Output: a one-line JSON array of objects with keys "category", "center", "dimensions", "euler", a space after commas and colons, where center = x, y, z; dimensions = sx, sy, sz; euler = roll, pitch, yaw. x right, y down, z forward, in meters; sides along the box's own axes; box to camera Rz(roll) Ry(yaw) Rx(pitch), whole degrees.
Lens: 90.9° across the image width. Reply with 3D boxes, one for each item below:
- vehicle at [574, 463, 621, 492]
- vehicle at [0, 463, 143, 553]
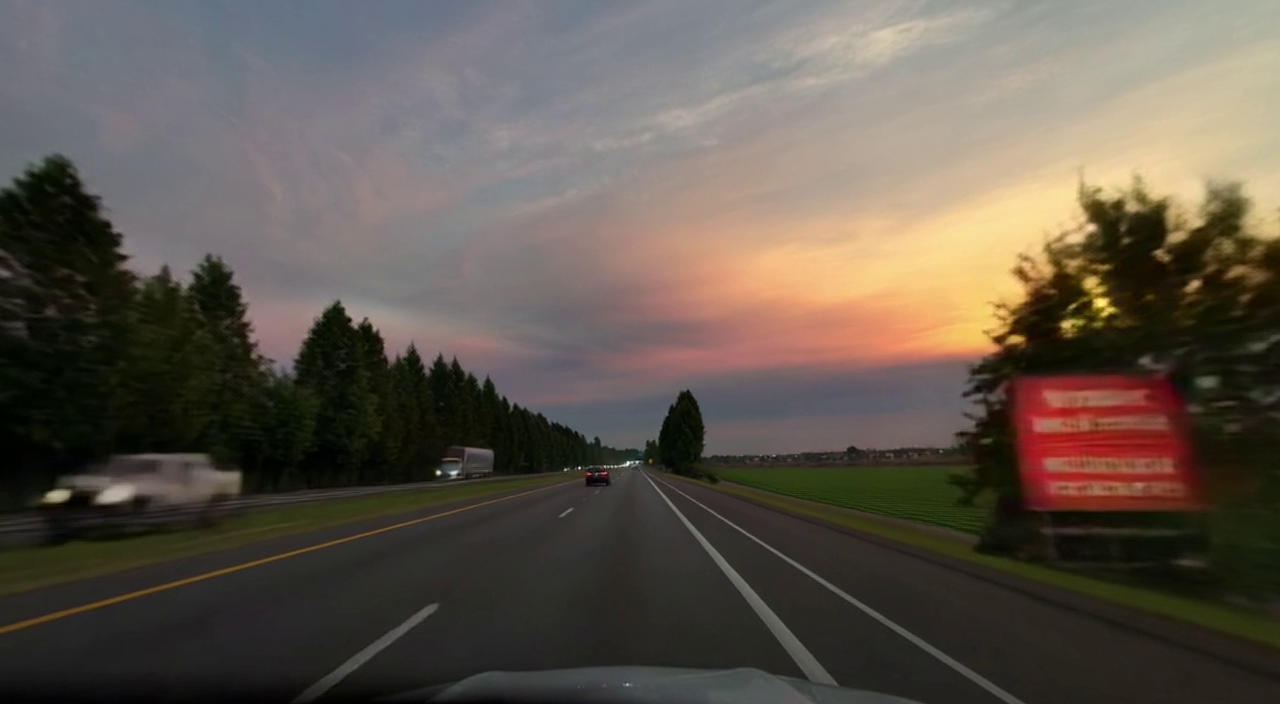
[{"category": "vehicle", "center": [-2.228, 6.813, 34.396], "dimensions": [2.183, 1.435, 4.653], "euler": [1, -10, 1]}, {"category": "vehicle", "center": [-12.111, 2.929, 12.094], "dimensions": [1.834, 1.541, 3.969], "euler": [1, -10, -1]}]
